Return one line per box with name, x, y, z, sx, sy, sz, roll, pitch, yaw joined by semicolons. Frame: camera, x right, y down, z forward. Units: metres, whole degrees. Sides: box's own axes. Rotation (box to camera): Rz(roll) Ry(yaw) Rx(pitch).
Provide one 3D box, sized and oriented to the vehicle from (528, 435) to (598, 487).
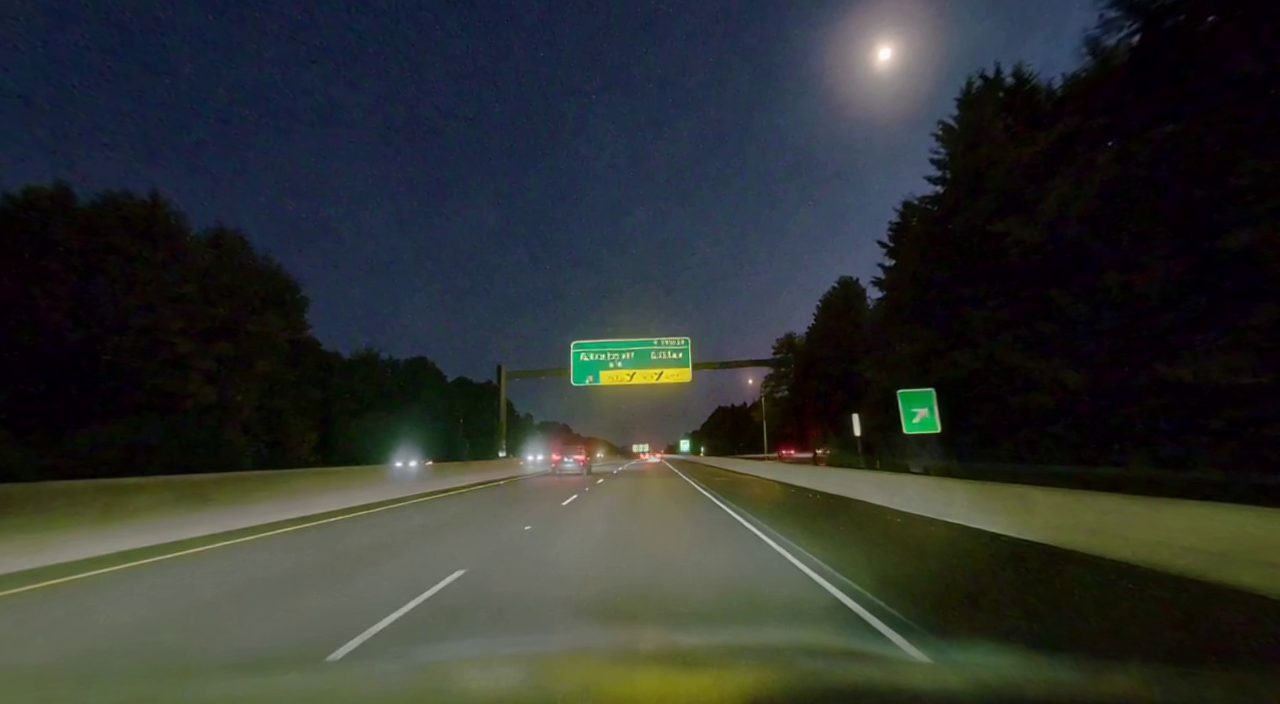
vehicle;-2.918;4.258;24.986;2.143;1.853;4.123;-1;-9;2
